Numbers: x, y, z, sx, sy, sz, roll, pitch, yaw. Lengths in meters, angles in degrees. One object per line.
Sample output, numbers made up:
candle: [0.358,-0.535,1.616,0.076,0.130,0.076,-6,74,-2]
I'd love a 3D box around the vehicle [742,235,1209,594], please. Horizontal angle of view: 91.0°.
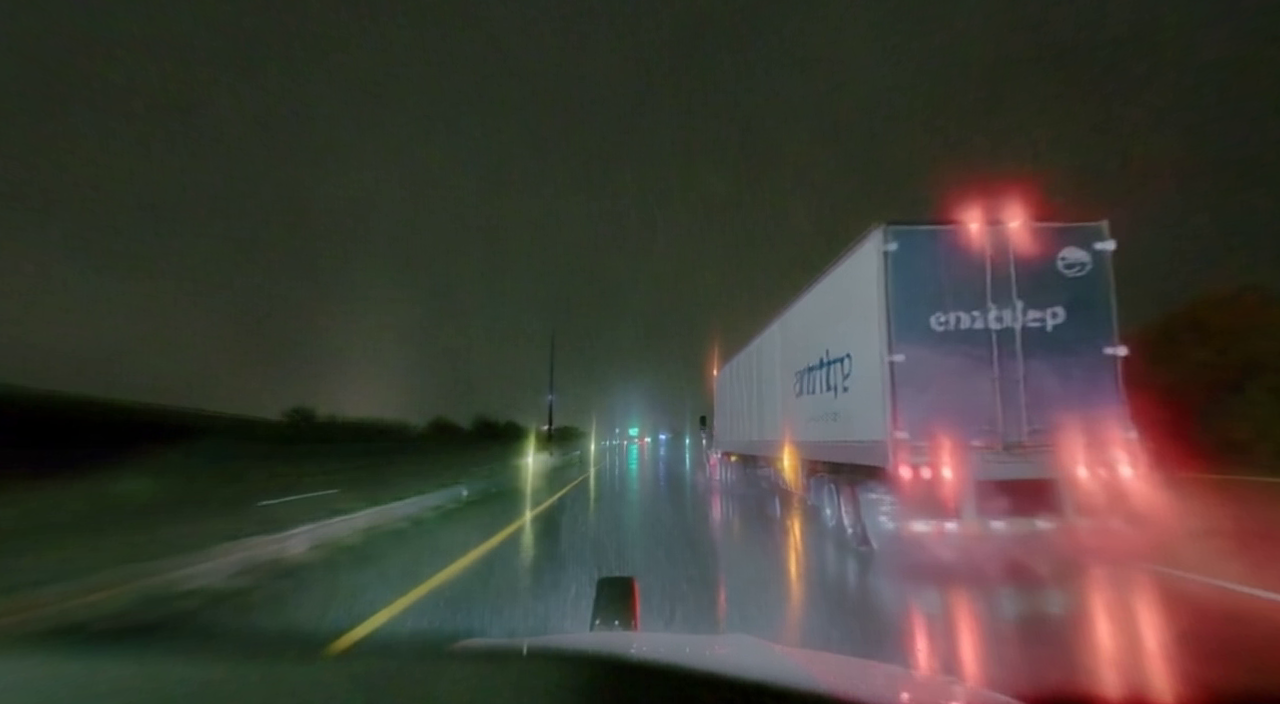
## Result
vehicle: [3.509,0.994,9.208,2.702,3.193,7.196,0,-8,-1]
